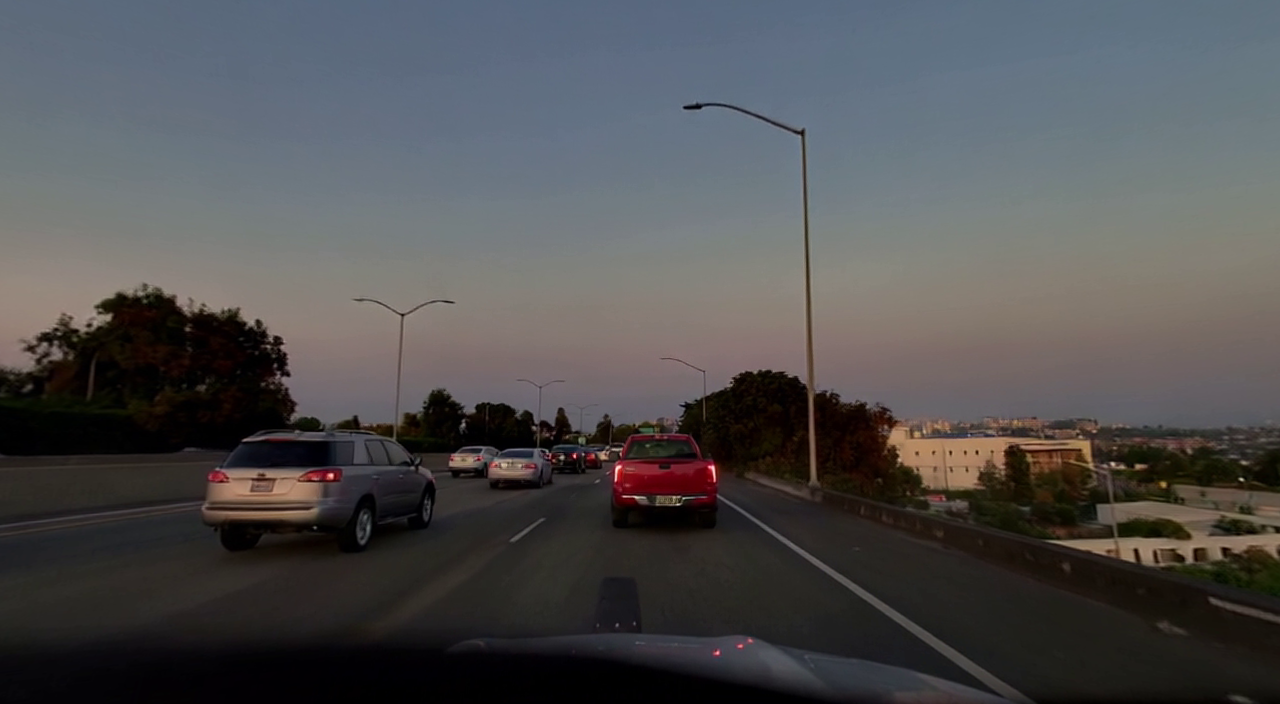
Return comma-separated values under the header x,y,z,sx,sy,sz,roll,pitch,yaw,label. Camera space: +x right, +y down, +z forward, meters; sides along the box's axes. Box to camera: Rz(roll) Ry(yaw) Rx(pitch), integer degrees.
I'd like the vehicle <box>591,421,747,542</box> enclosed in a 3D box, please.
x,y,z,sx,sy,sz,roll,pitch,yaw,label
0.472,2.203,11.364,2.235,1.716,4.435,-1,-9,1,vehicle

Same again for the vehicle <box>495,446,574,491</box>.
x,y,z,sx,sy,sz,roll,pitch,yaw,label
-3.670,4.127,22.768,1.868,1.470,4.105,-1,-9,4,vehicle

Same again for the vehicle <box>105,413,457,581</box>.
x,y,z,sx,sy,sz,roll,pitch,yaw,label
-4.326,1.810,8.697,2.076,1.688,4.334,-1,-9,4,vehicle
